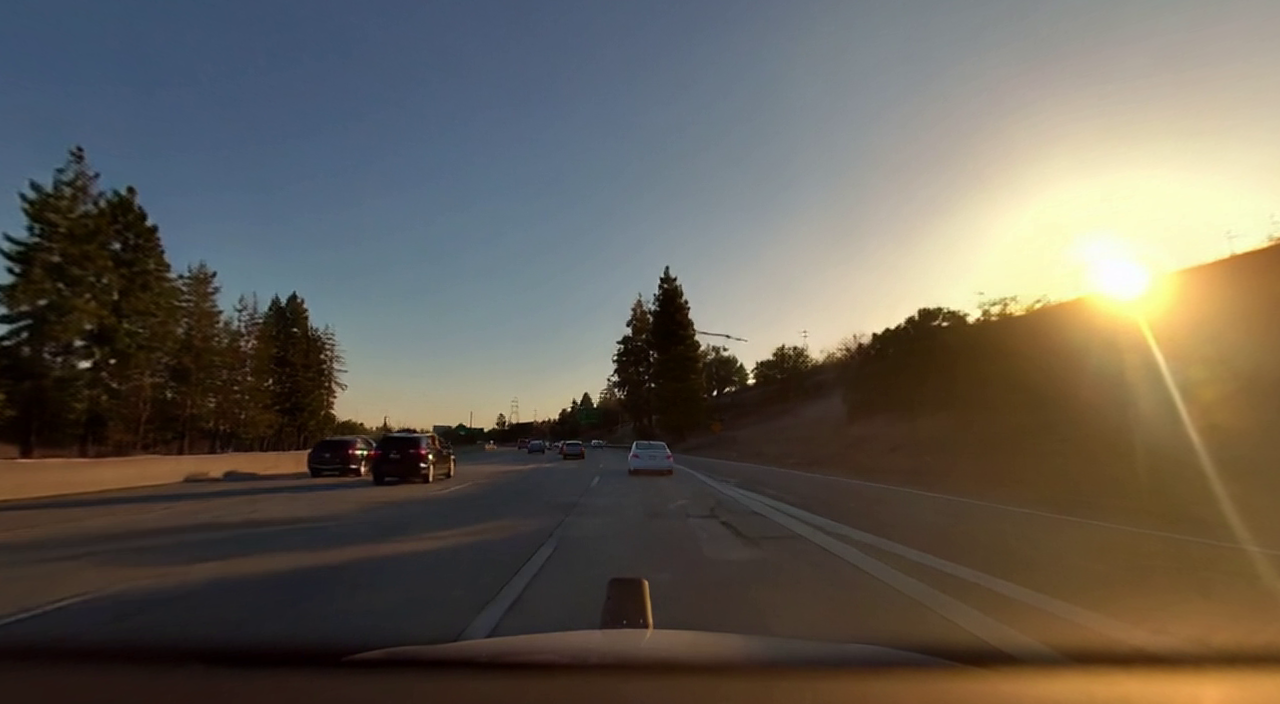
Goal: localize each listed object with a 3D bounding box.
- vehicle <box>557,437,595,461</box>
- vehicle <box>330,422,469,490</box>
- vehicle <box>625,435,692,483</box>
[{"bbox_3d":[-4.286,6.593,42.718,2.246,1.519,4.980,1,-9,-2],"label":"vehicle"},{"bbox_3d":[-6.695,2.967,18.266,2.221,1.693,4.631,0,-9,0],"label":"vehicle"},{"bbox_3d":[0.532,3.618,21.532,2.051,1.444,3.927,0,-9,-1],"label":"vehicle"}]
